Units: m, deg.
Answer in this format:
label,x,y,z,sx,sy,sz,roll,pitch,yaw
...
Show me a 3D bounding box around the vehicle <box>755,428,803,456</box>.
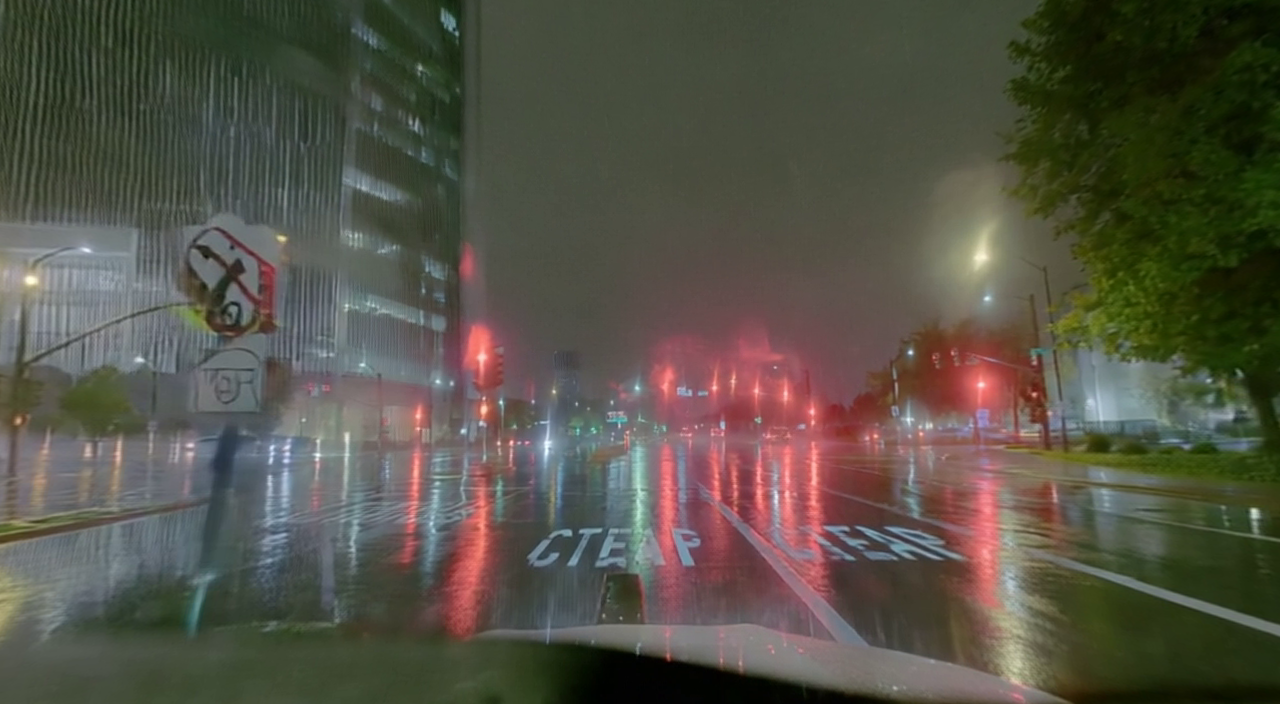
label,x,y,z,sx,sy,sz,roll,pitch,yaw
vehicle,9.768,6.422,44.853,2.156,1.881,4.743,0,-9,-2
